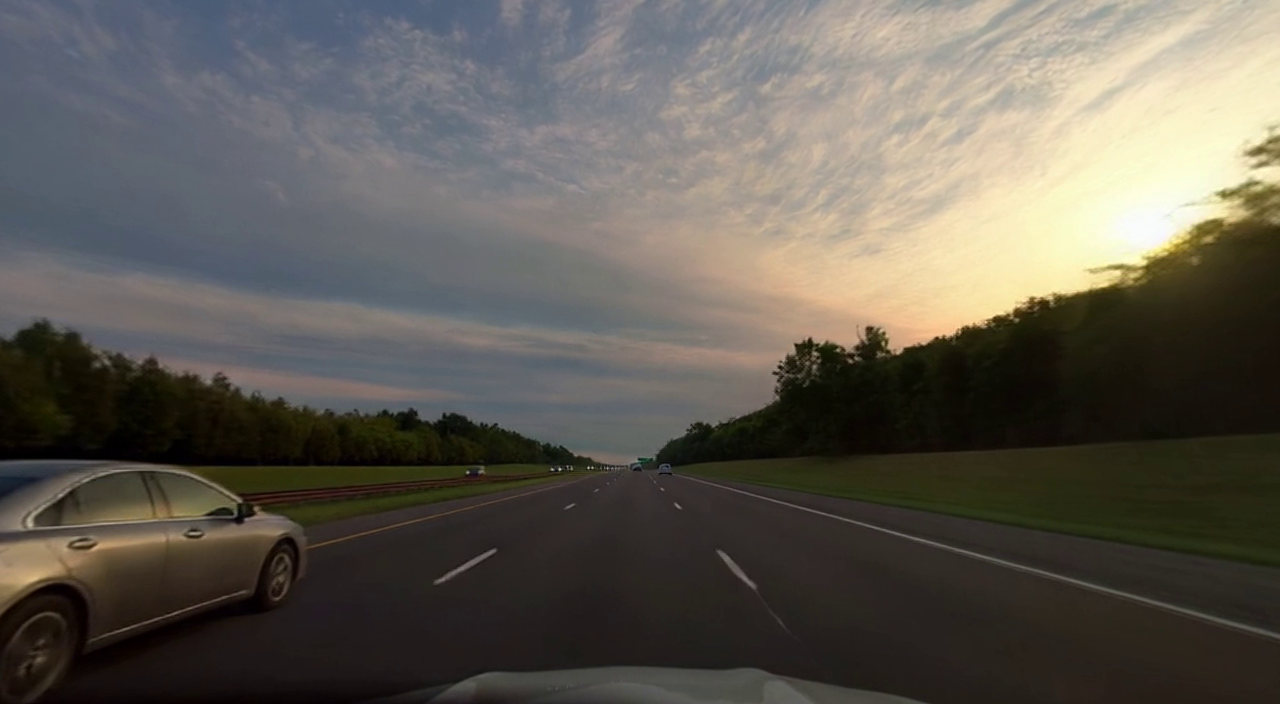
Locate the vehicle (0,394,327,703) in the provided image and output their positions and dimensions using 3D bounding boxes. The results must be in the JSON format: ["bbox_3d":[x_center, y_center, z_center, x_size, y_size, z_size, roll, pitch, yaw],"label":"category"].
[{"bbox_3d":[-4.096,1.141,3.799,1.928,1.593,4.871,1,-10,-1],"label":"vehicle"}]
